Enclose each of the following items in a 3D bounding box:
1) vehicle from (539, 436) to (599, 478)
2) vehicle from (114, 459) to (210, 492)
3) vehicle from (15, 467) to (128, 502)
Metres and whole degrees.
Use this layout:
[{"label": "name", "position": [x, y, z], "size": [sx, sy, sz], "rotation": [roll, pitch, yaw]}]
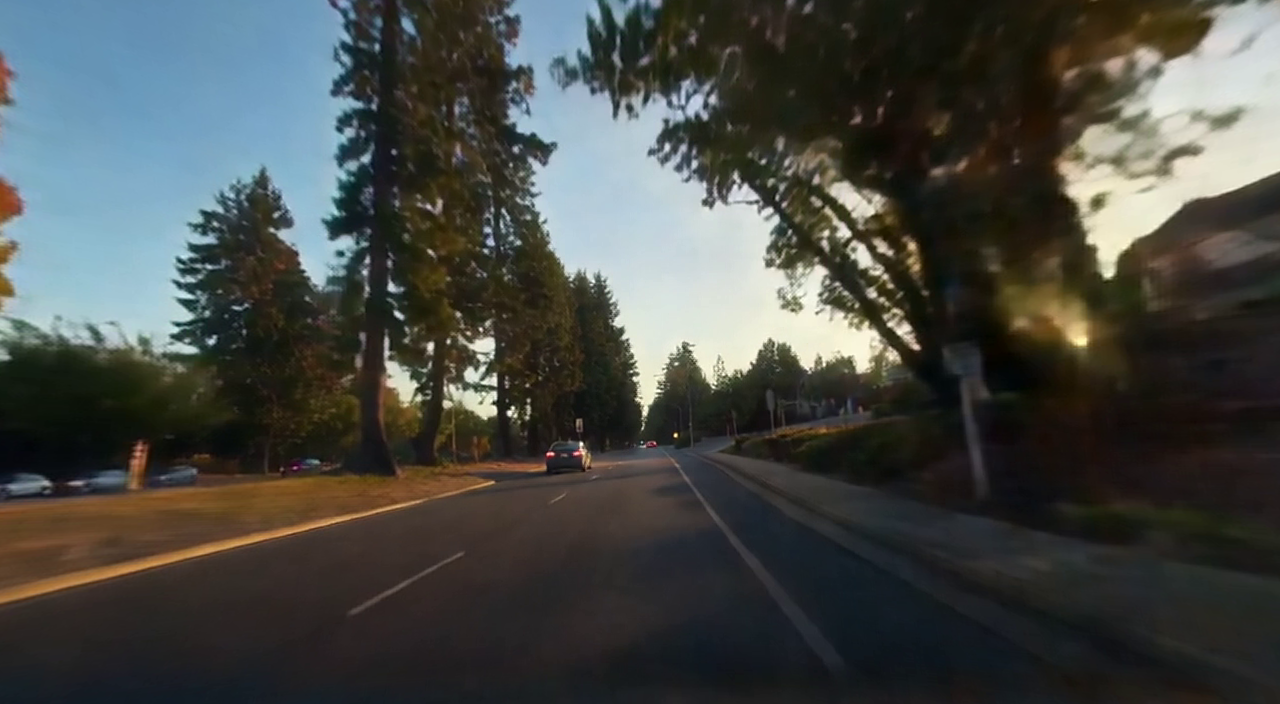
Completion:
[{"label": "vehicle", "position": [-3.076, 4.637, 28.114], "size": [2.016, 1.694, 4.335], "rotation": [0, -8, 2]}, {"label": "vehicle", "position": [-29.684, 7.668, 39.392], "size": [1.992, 1.792, 4.929], "rotation": [0, -8, 2]}, {"label": "vehicle", "position": [-29.788, 6.929, 33.241], "size": [1.862, 1.478, 4.488], "rotation": [-2, -8, 0]}]
